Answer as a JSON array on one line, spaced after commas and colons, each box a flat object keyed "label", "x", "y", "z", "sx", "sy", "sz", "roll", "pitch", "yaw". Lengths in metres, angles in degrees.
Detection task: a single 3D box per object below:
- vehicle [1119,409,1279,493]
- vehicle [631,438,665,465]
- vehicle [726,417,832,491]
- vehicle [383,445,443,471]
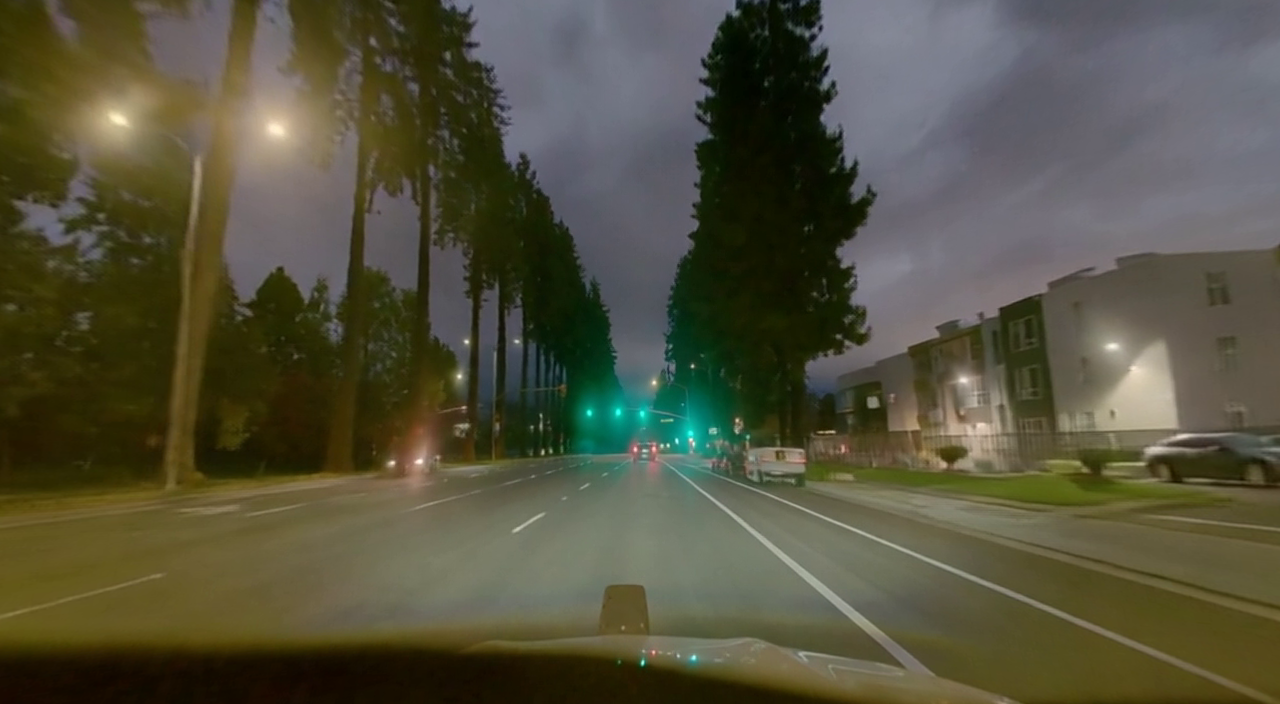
[{"label": "vehicle", "x": 14.363, "y": 2.332, "z": 14.975, "sx": 2.069, "sy": 1.747, "sz": 4.822, "roll": 0, "pitch": -8, "yaw": -1}, {"label": "vehicle", "x": 0.559, "y": 6.770, "z": 42.996, "sx": 2.169, "sy": 1.751, "sz": 4.276, "roll": -1, "pitch": -8, "yaw": 1}, {"label": "vehicle", "x": 4.424, "y": 3.406, "z": 21.364, "sx": 2.162, "sy": 2.080, "sz": 6.515, "roll": 0, "pitch": -8, "yaw": 1}, {"label": "vehicle", "x": -14.013, "y": 6.555, "z": 39.236, "sx": 1.960, "sy": 1.487, "sz": 4.632, "roll": -1, "pitch": -8, "yaw": 1}]
